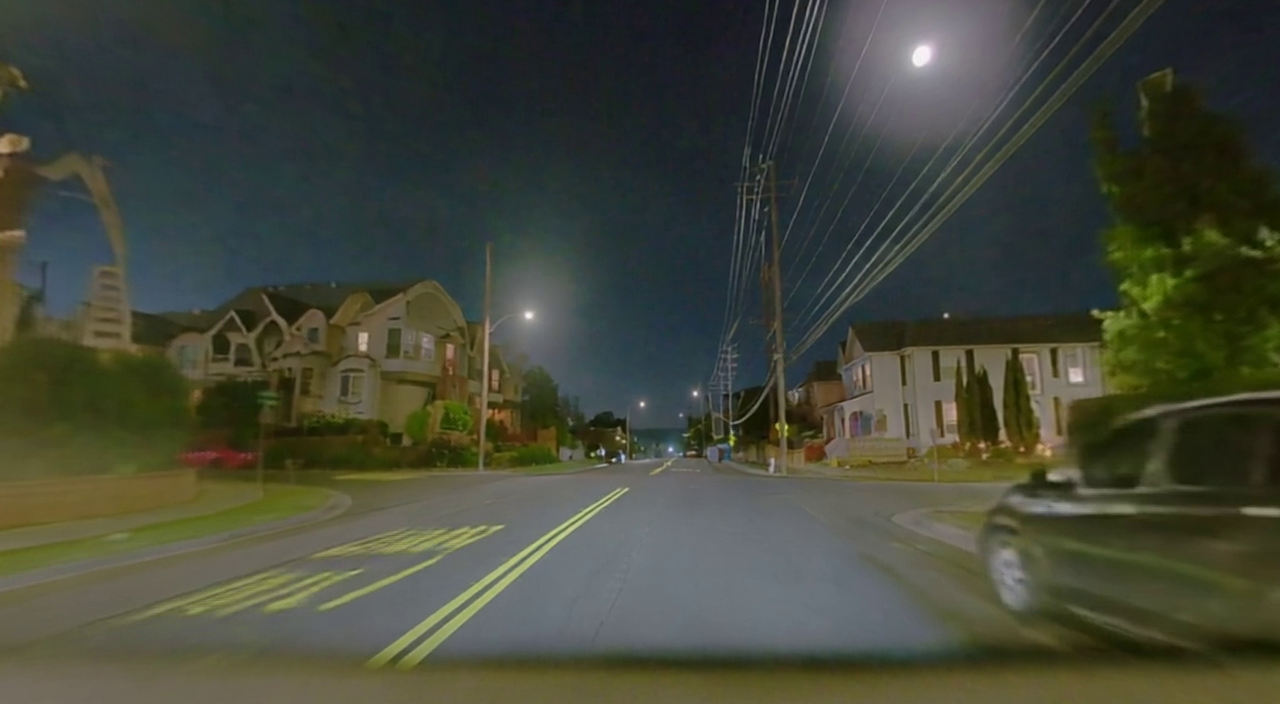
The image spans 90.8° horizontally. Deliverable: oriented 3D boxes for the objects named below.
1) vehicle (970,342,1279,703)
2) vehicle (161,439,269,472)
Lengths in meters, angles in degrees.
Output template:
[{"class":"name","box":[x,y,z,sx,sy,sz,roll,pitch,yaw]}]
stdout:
[{"class":"vehicle","box":[3.852,0.954,3.191,2.070,1.847,4.457,0,-8,2]},{"class":"vehicle","box":[-21.077,5.139,31.424,3.918,1.577,1.972,0,-8,1]}]
